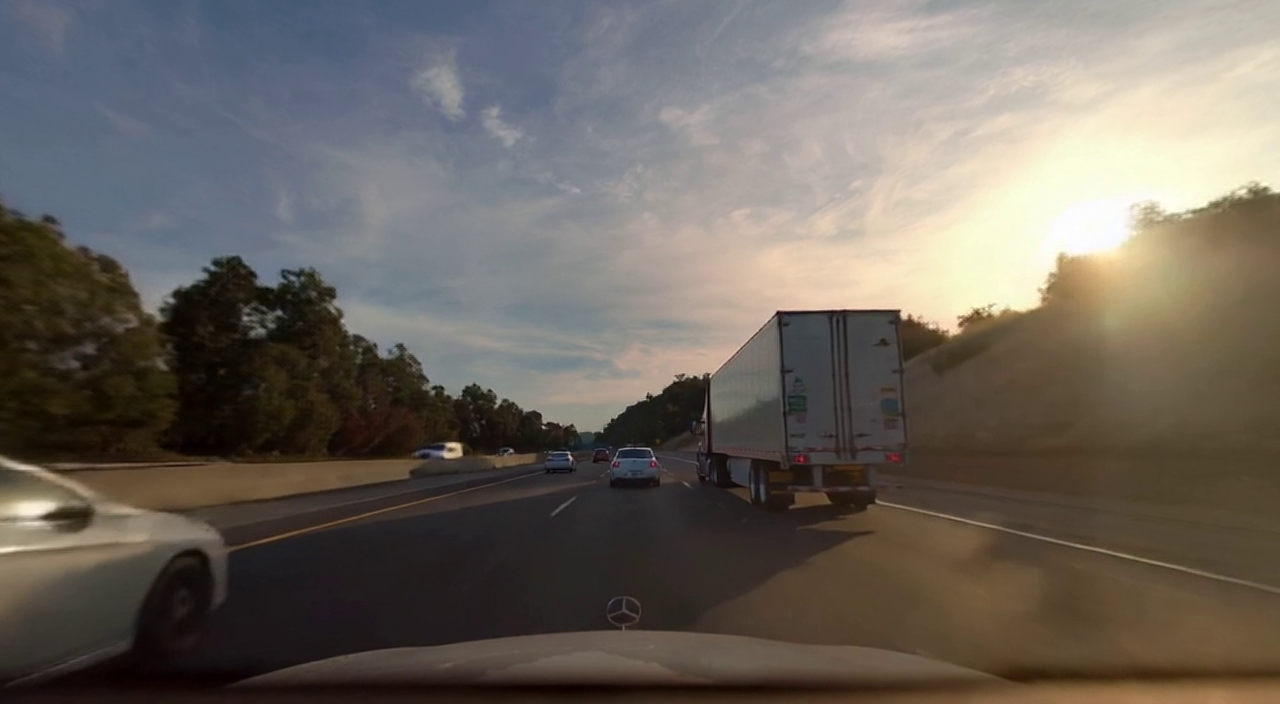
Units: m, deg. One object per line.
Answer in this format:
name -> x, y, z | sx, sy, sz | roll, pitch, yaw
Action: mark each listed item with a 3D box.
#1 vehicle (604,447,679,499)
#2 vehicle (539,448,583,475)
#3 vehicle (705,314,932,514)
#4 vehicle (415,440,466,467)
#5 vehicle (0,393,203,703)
vehicle -> 0.010, 3.595, 19.107 | 2.023, 1.400, 4.028 | 0, -9, -1
vehicle -> -4.482, 6.278, 36.339 | 2.017, 1.460, 4.382 | 0, -9, -1
vehicle -> 4.376, 2.341, 20.120 | 2.905, 4.109, 14.332 | 0, -9, -1
vehicle -> -12.814, 6.568, 40.789 | 1.915, 1.643, 4.268 | 0, -9, -1
vehicle -> -3.700, 0.798, 1.482 | 2.153, 1.581, 4.375 | 0, -9, 0
